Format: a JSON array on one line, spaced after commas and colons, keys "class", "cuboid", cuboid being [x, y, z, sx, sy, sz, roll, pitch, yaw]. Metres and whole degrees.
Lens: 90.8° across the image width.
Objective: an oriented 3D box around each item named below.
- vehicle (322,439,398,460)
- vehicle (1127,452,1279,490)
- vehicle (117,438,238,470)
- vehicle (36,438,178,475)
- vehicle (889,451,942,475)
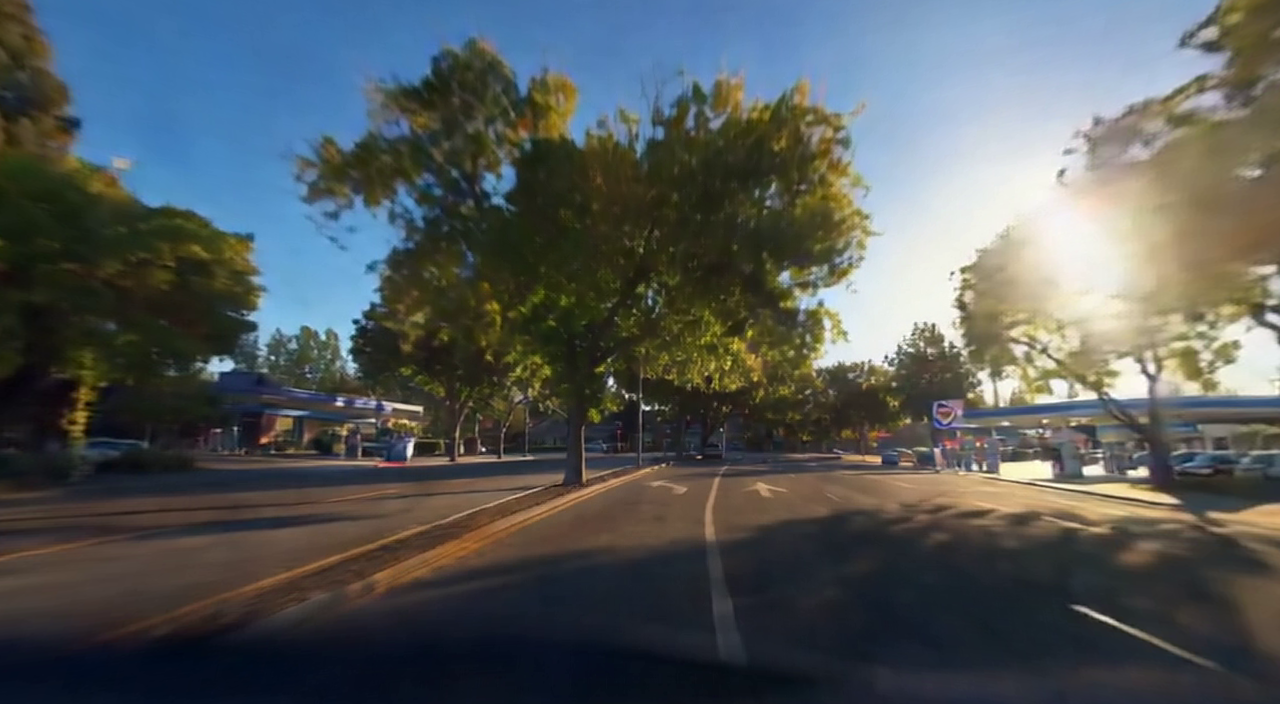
[{"class": "vehicle", "cuboid": [-19.188, 6.704, 43.356, 4.343, 1.379, 1.851, -1, -9, 8]}, {"class": "vehicle", "cuboid": [24.300, 5.099, 27.530, 1.843, 1.455, 4.558, 2, -9, -14]}, {"class": "vehicle", "cuboid": [-21.531, 4.749, 29.506, 4.425, 1.438, 1.879, -1, -9, 9]}, {"class": "vehicle", "cuboid": [-21.866, 4.267, 25.980, 4.520, 1.439, 1.919, -1, -9, 11]}, {"class": "vehicle", "cuboid": [18.149, 7.312, 41.807, 2.099, 1.464, 4.615, -1, -9, 9]}]
